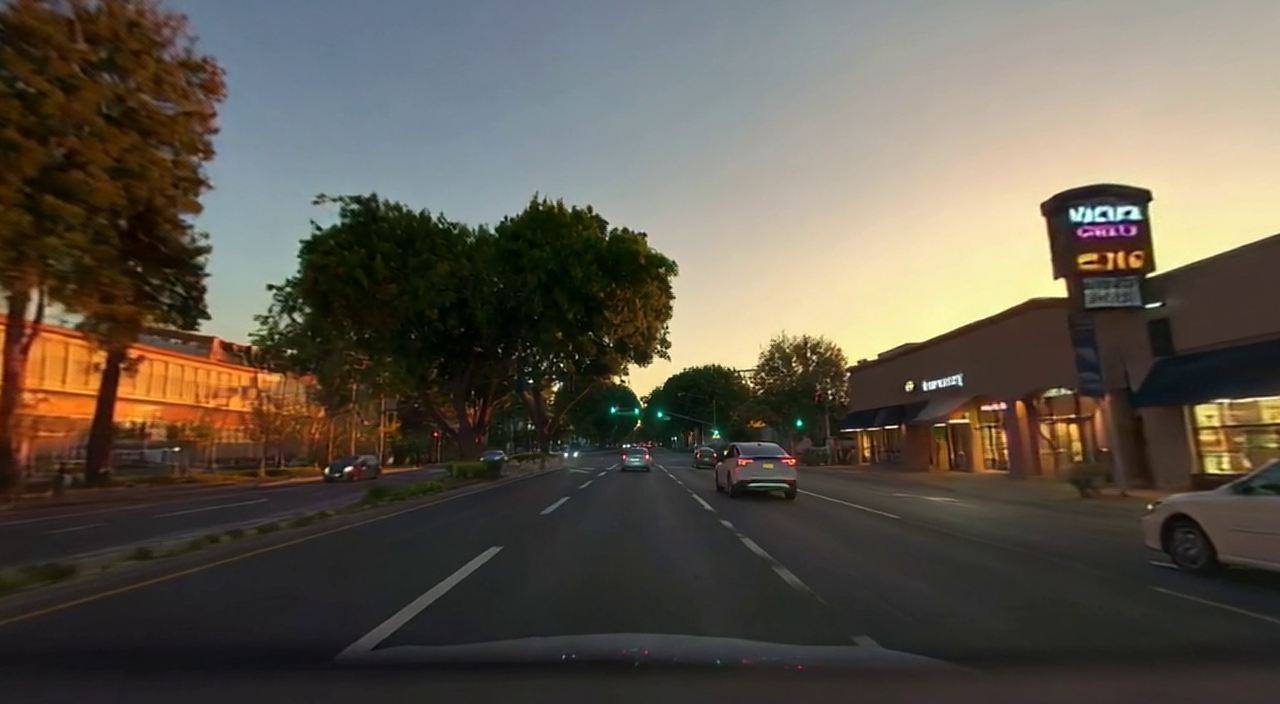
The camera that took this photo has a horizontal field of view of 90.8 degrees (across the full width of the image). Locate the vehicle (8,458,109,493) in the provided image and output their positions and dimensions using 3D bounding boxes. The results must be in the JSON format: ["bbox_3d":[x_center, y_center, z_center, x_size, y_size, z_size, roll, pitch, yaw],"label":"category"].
[{"bbox_3d":[-33.034,6.973,36.130,1.856,1.675,5.356,2,-9,-15],"label":"vehicle"}]

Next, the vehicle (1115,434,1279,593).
[{"bbox_3d":[6.900,1.439,5.487,1.952,1.449,4.544,0,-8,-1],"label":"vehicle"}]

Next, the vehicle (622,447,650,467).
[{"bbox_3d":[-0.283,8.059,48.815,2.052,1.461,4.324,0,-8,0],"label":"vehicle"}]

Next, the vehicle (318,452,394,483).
[{"bbox_3d":[-15.303,6.225,34.309,1.908,1.486,4.629,0,-8,1],"label":"vehicle"}]

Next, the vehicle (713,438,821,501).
[{"bbox_3d":[3.486,3.308,18.289,2.072,1.545,4.578,0,-8,-1],"label":"vehicle"}]
